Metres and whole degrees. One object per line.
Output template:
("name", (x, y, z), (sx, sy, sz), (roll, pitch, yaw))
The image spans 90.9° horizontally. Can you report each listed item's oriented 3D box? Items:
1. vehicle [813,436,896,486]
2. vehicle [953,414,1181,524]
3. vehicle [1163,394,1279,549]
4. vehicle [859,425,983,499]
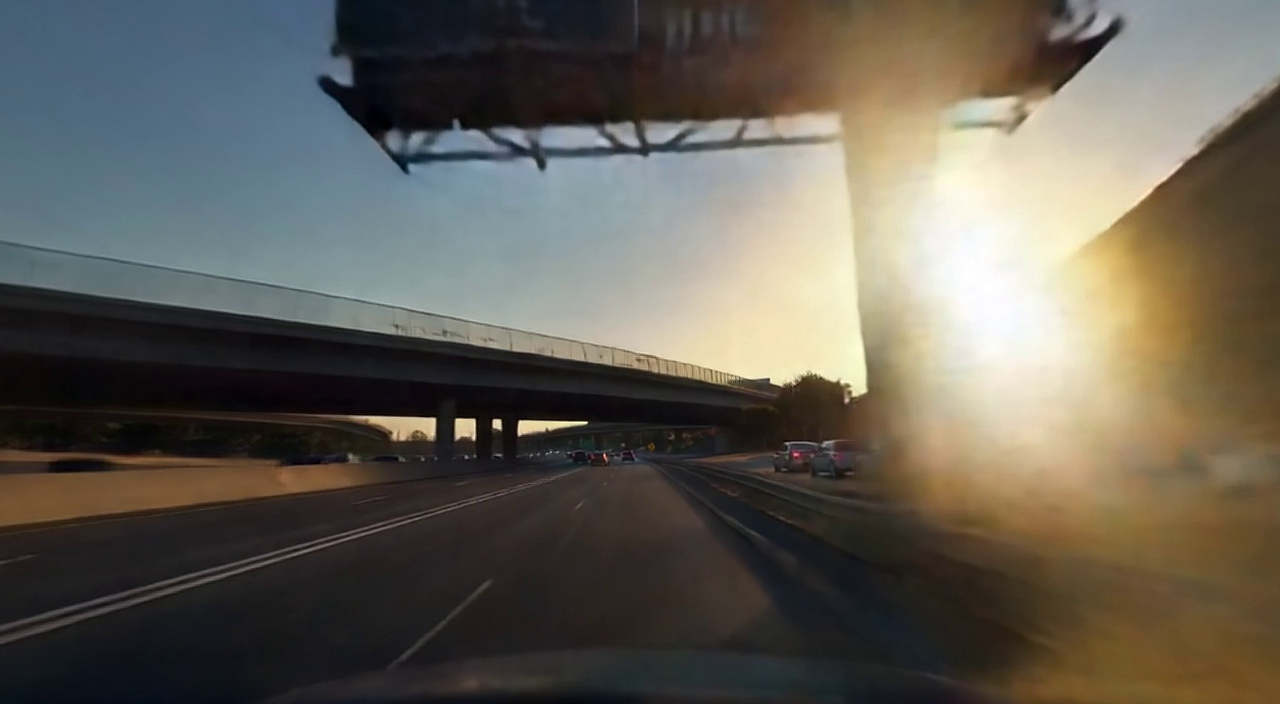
("vehicle", (15.997, 8.183, 47.948), (2.887, 3.412, 9.164), (0, -9, -1))
("vehicle", (16.315, 4.522, 25.315), (2.791, 3.573, 9.032), (0, -9, 0))
("vehicle", (15.982, 2.579, 13.329), (2.391, 3.553, 8.914), (0, -9, 2))
("vehicle", (16.057, 6.363, 37.053), (2.704, 3.716, 9.364), (0, -9, -1))
